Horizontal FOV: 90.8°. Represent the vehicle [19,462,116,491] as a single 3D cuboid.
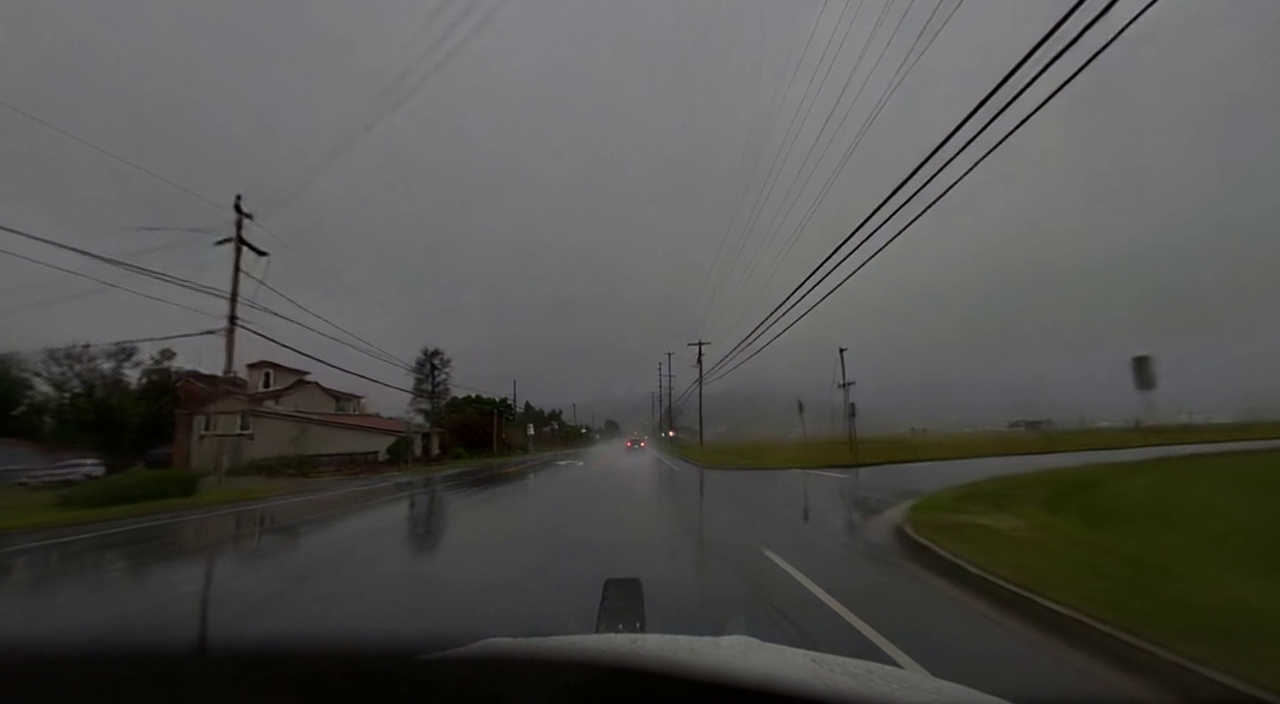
[{"bbox_3d":[-34.726,7.515,38.399,1.808,1.527,4.145,-8,-12,44],"label":"vehicle"}]
